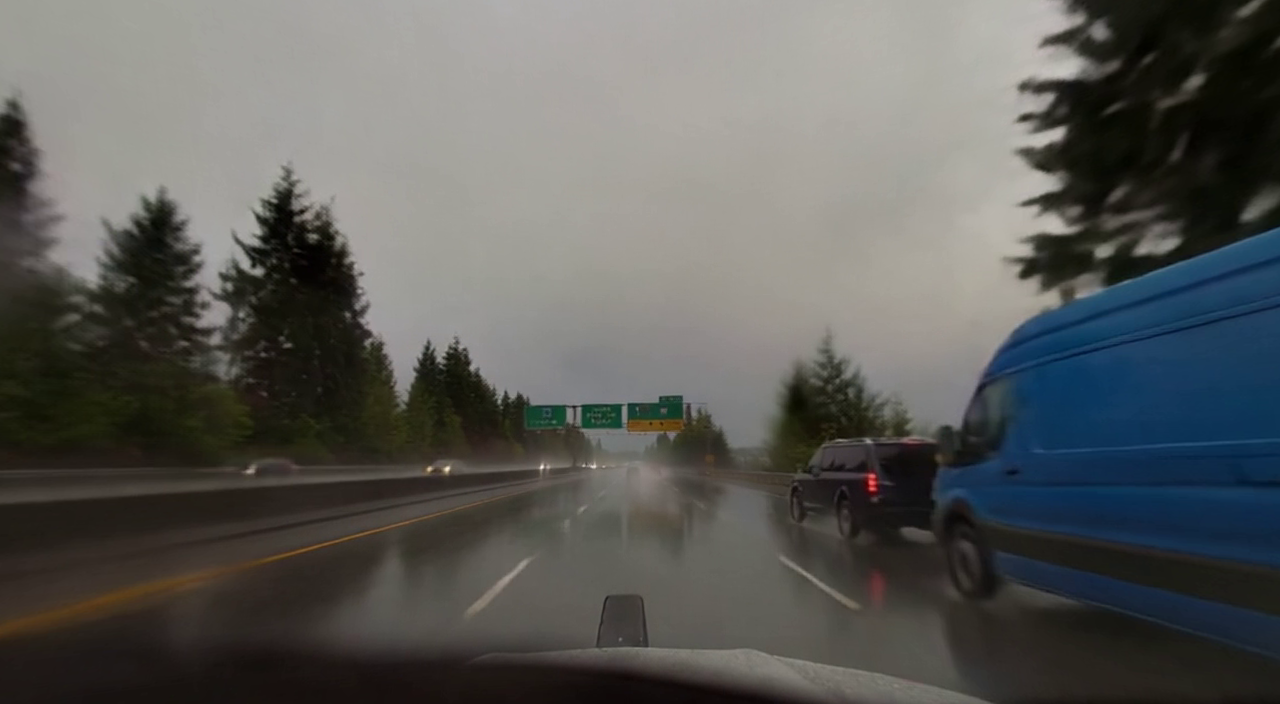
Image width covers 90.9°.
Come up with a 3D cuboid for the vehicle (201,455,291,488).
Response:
[{"bbox_3d":[-19.243,5.875,30.981,1.756,1.446,4.027,1,-11,0],"label":"vehicle"}]

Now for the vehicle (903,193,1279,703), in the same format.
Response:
[{"bbox_3d":[4.511,0.780,3.998,2.737,2.711,6.687,1,-11,0],"label":"vehicle"}]

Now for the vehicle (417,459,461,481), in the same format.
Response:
[{"bbox_3d":[-14.915,8.783,46.982,1.915,1.493,3.984,1,-11,0],"label":"vehicle"}]
